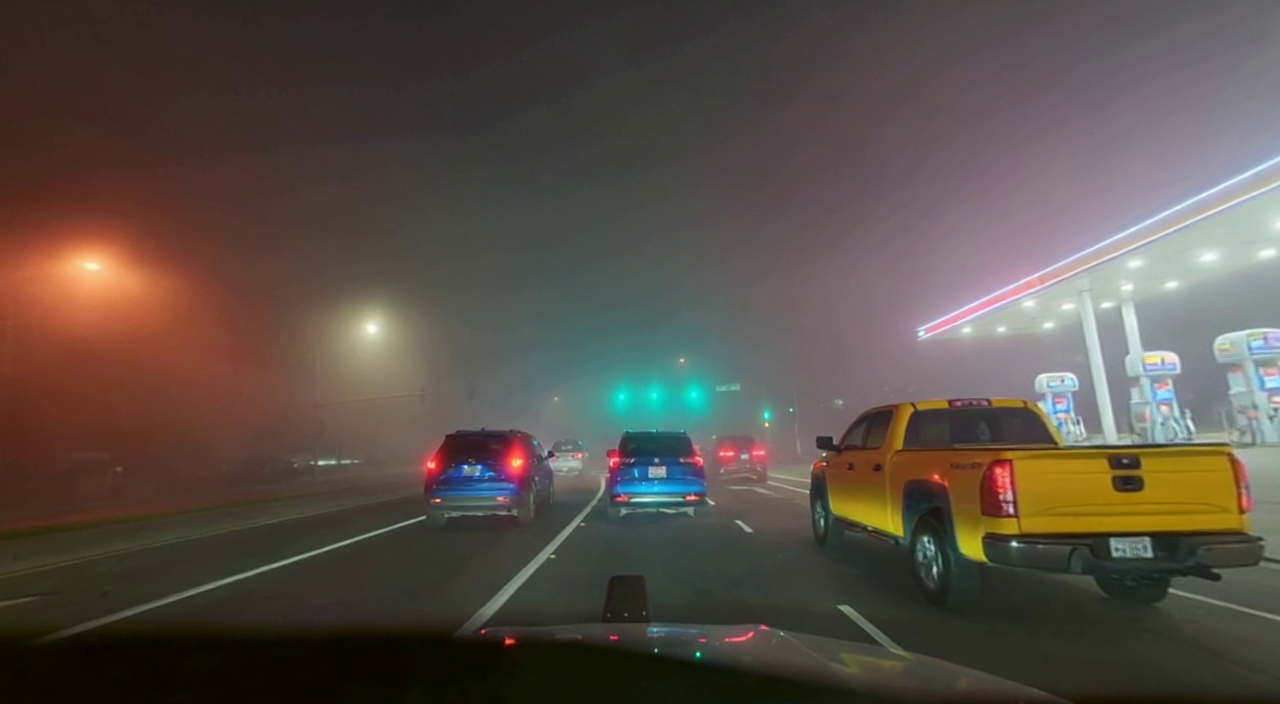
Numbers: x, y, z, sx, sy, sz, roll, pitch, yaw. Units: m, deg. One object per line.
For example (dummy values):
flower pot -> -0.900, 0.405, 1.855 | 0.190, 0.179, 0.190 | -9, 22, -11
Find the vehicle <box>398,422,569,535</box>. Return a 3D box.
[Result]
vehicle -> -2.699, 2.298, 12.060 | 2.019, 1.731, 4.299 | 0, -8, 2

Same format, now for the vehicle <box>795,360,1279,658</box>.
vehicle -> 3.423, 1.367, 6.685 | 2.161, 1.868, 5.321 | 0, -8, 0

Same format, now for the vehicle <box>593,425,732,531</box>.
vehicle -> 0.342, 2.285, 11.991 | 2.181, 1.650, 4.083 | 0, -8, 0
